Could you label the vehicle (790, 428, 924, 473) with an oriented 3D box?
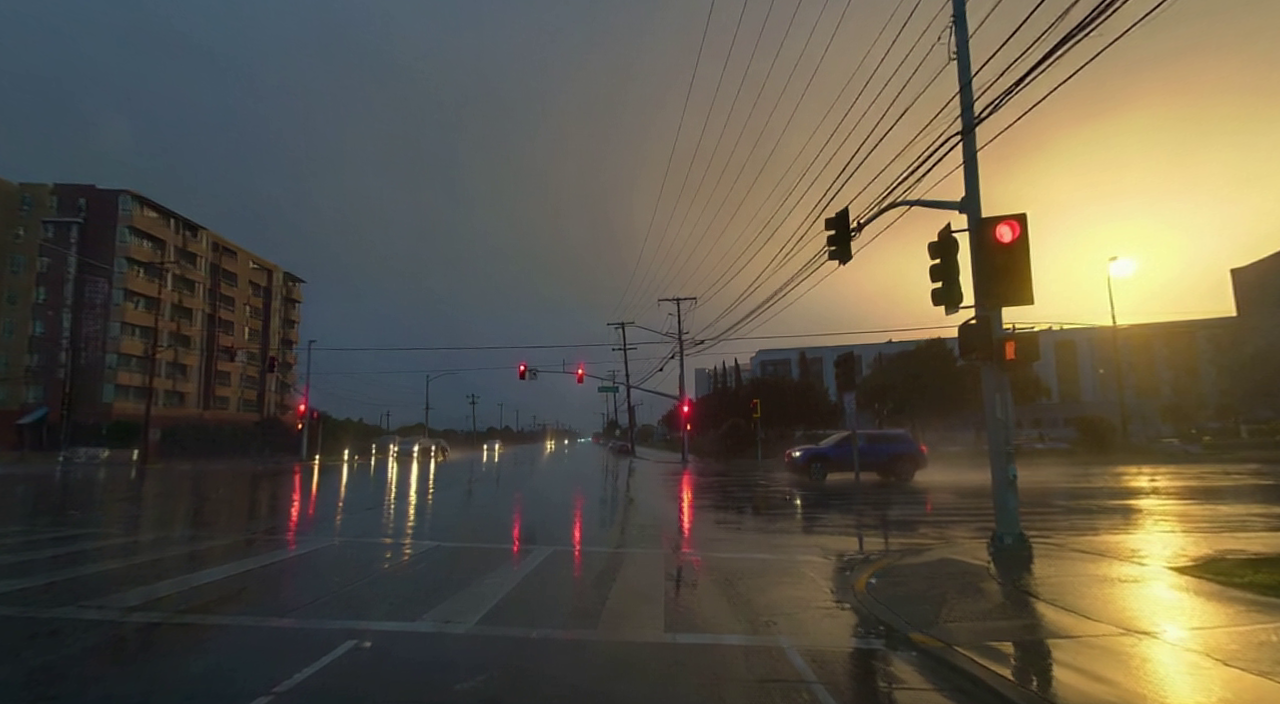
[{"bbox_3d":[8.694,4.019,25.727,4.884,1.714,2.021,-2,-9,12],"label":"vehicle"}]
